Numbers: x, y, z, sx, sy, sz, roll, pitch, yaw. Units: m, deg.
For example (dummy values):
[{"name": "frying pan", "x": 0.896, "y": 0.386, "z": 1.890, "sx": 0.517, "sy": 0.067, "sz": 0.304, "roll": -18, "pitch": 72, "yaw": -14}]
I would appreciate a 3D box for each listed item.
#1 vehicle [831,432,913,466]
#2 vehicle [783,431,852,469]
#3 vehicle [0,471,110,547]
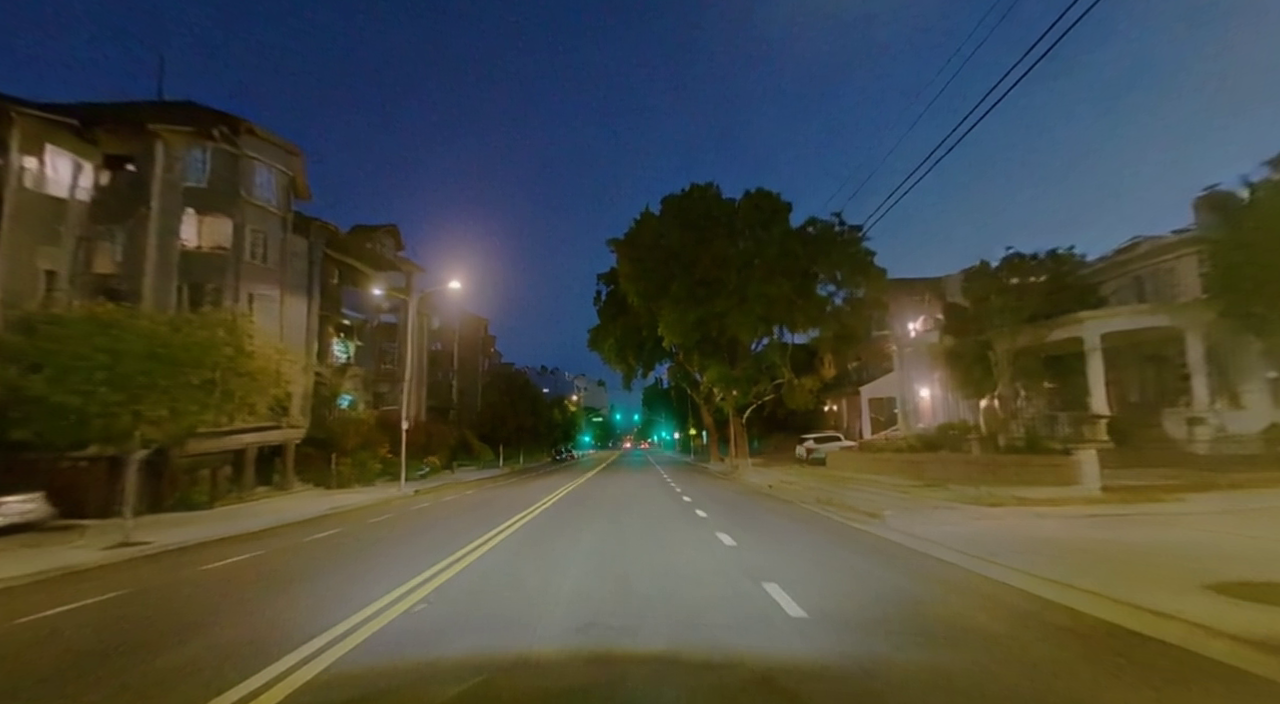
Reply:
[{"name": "vehicle", "x": 11.867, "y": 5.029, "z": 32.716, "sx": 2.181, "sy": 1.530, "sz": 4.867, "roll": -2, "pitch": -8, "yaw": -3}, {"name": "vehicle", "x": 9.109, "y": 5.068, "z": 32.846, "sx": 2.121, "sy": 1.785, "sz": 4.693, "roll": 0, "pitch": -9, "yaw": -1}, {"name": "vehicle", "x": -15.362, "y": 3.696, "z": 14.846, "sx": 2.124, "sy": 1.538, "sz": 4.237, "roll": -1, "pitch": -8, "yaw": 0}]
